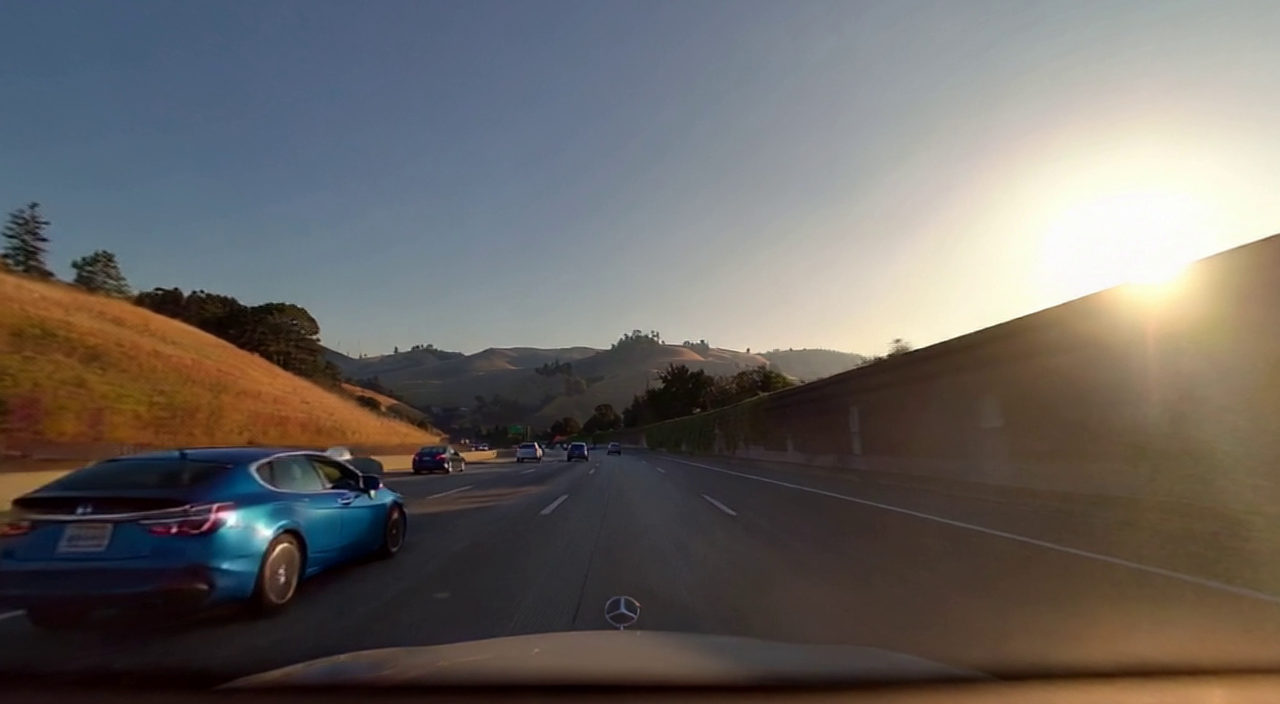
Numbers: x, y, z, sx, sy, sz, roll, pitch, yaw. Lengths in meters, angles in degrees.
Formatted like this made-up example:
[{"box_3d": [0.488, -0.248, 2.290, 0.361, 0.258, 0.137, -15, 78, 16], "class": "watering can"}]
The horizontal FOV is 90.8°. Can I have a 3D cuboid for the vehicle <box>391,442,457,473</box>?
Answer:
[{"box_3d": [-11.270, 5.528, 33.343, 1.949, 1.475, 4.740, 0, -9, -1], "class": "vehicle"}]
